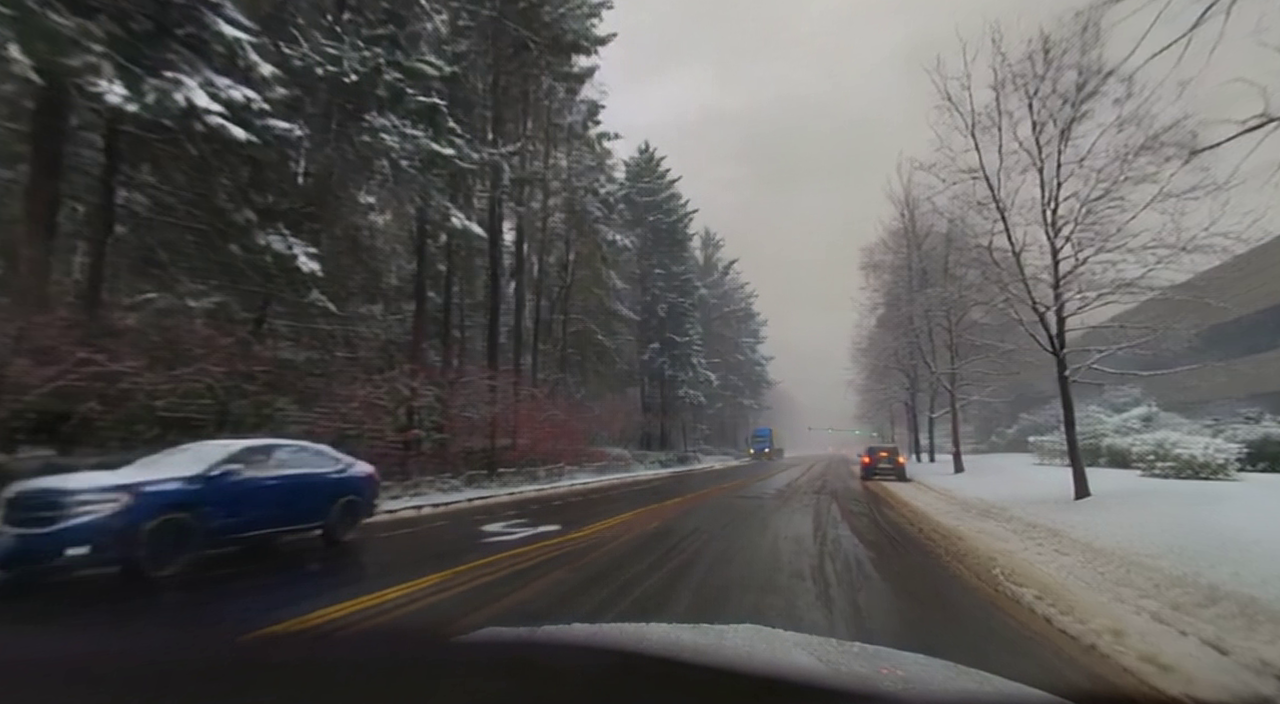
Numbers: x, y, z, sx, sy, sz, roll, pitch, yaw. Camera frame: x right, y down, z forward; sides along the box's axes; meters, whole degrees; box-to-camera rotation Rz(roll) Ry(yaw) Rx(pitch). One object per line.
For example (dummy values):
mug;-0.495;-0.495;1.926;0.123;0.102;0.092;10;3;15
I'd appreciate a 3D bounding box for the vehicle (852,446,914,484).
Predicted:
vehicle;10.557;4.902;27.665;2.098;1.509;4.389;-3;-9;16

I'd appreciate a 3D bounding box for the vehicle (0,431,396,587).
vehicle;-6.192;2.114;9.507;2.145;1.687;4.662;-3;-9;18
